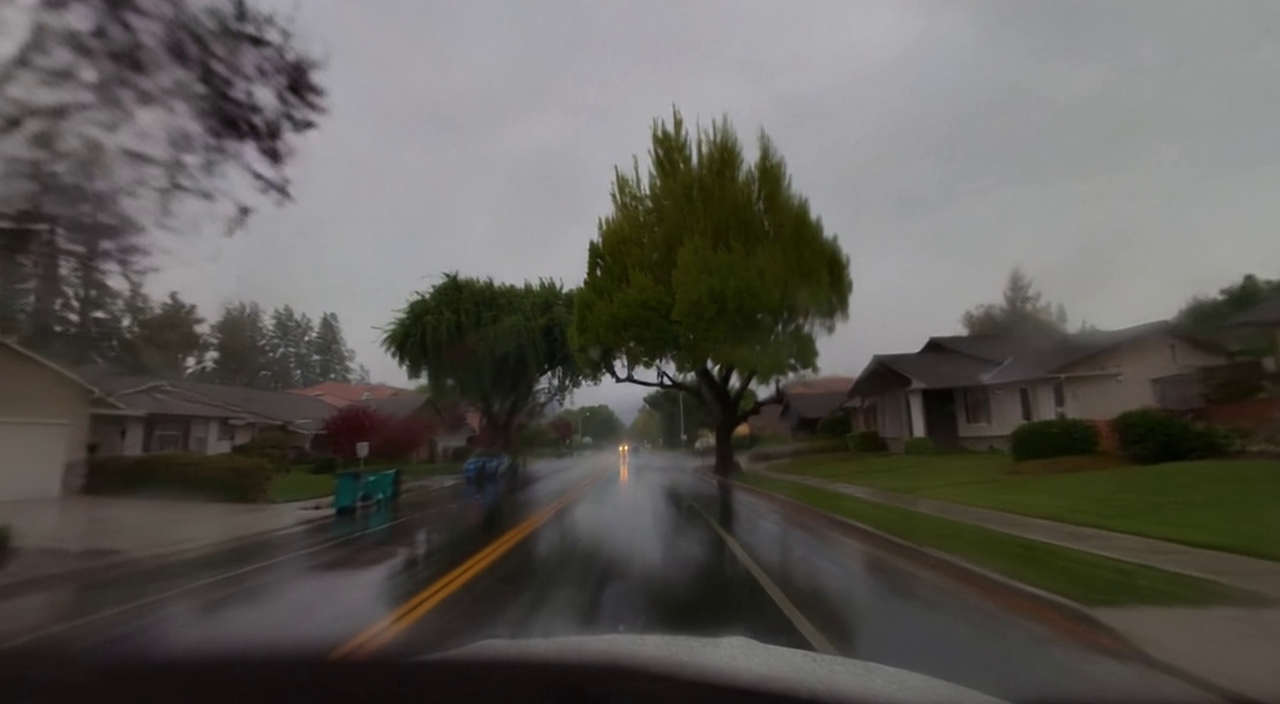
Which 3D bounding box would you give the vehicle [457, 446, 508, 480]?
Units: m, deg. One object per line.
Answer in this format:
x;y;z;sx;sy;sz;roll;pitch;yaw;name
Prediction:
-9.474;6.654;38.224;1.998;1.689;4.384;-4;-7;-2;vehicle
